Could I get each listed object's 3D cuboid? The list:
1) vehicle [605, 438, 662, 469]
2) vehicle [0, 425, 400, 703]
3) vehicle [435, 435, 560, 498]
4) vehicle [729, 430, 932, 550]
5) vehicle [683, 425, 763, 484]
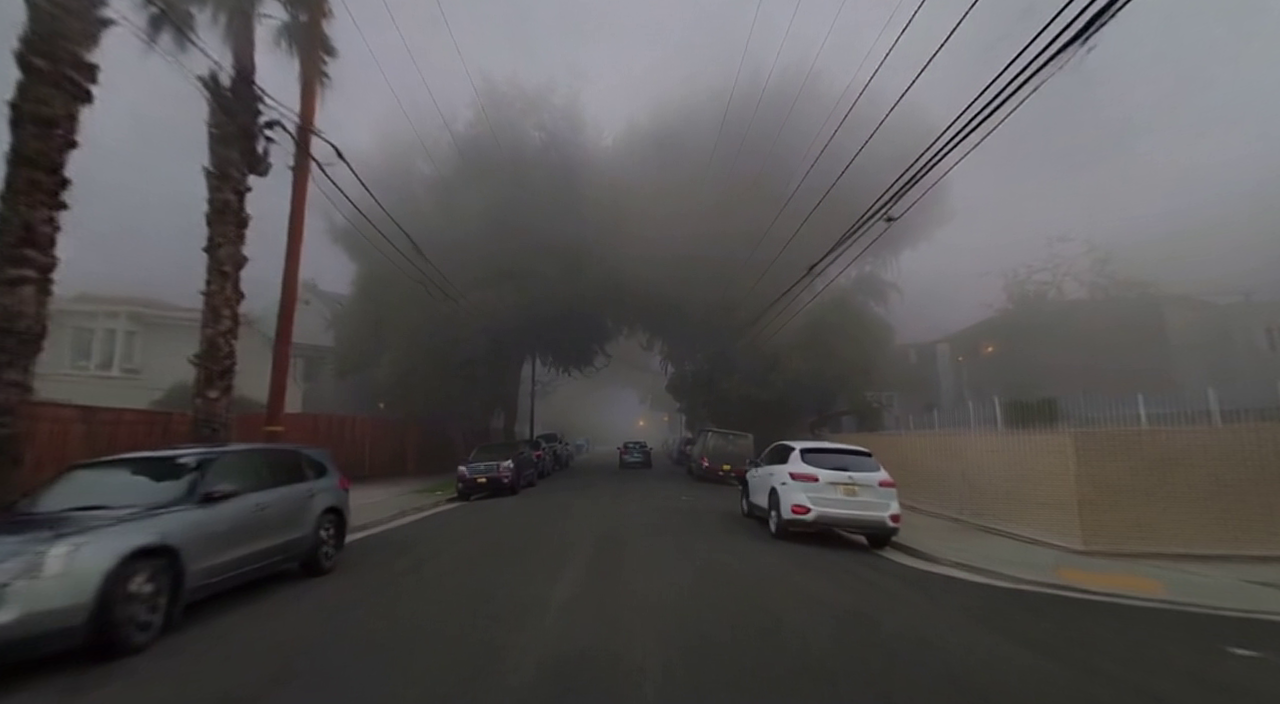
[{"bbox_3d":[-0.432,5.299,33.297,2.081,1.483,4.599,2,-8,-12],"label":"vehicle"},{"bbox_3d":[-4.156,1.546,5.948,1.769,1.551,5.040,0,-8,0],"label":"vehicle"},{"bbox_3d":[-3.924,3.258,18.551,2.130,1.543,5.386,0,-8,3],"label":"vehicle"},{"bbox_3d":[2.937,2.231,11.017,2.060,1.614,4.652,0,-8,0],"label":"vehicle"},{"bbox_3d":[3.005,3.903,24.258,2.292,1.981,5.277,0,-8,-1],"label":"vehicle"}]
